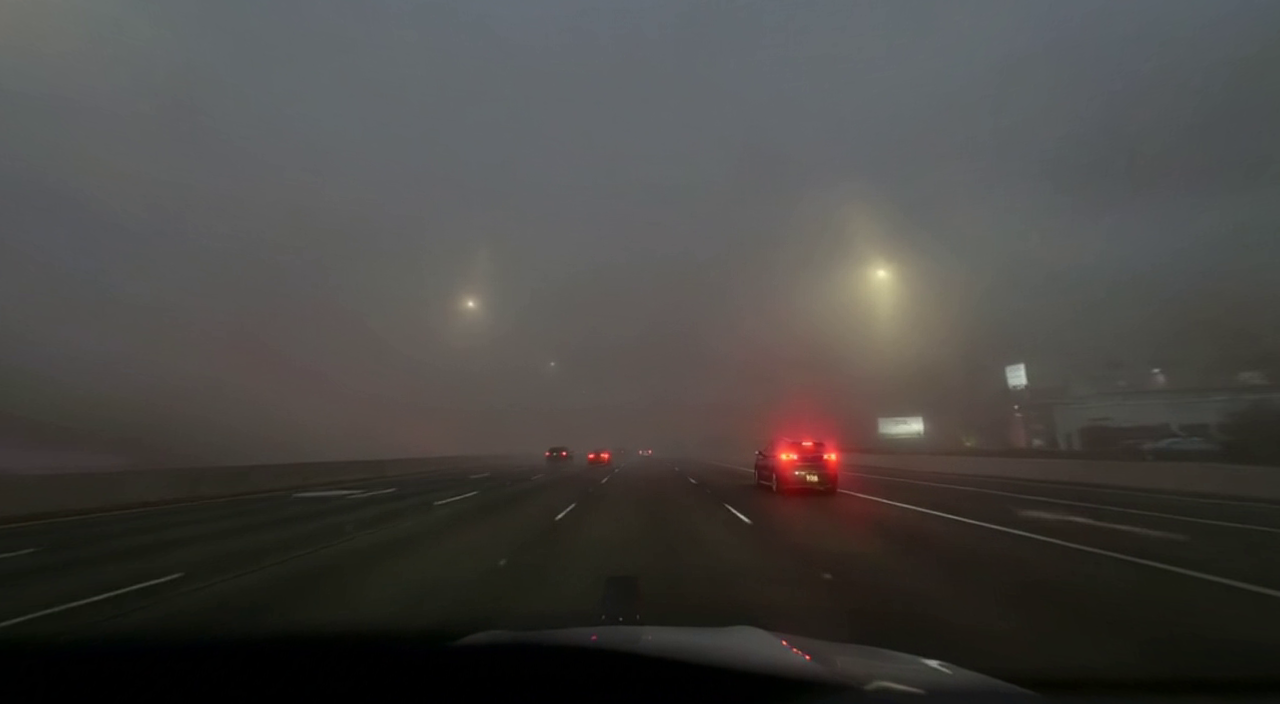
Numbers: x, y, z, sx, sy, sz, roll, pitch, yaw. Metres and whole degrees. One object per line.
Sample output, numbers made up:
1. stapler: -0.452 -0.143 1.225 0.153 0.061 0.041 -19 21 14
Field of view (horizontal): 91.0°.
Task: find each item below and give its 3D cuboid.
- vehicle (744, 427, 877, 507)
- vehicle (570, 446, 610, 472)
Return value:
1. vehicle: 4.205 2.925 16.459 2.109 1.764 4.704 0 -9 -1
2. vehicle: -3.066 6.723 39.704 2.139 1.510 4.506 0 -9 0
